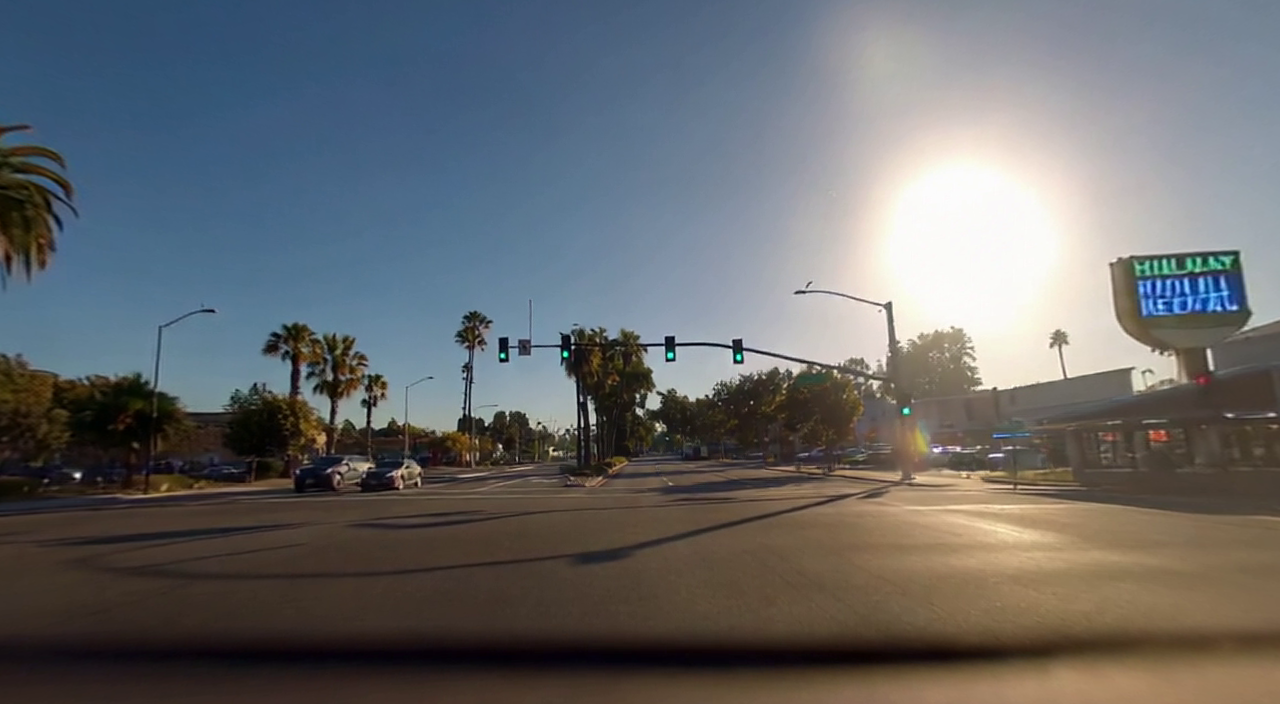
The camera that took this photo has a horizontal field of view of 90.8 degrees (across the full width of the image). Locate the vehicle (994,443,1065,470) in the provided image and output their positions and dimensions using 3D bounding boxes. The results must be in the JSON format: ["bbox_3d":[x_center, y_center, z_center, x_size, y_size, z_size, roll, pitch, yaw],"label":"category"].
[{"bbox_3d":[24.628,6.630,39.992,3.381,1.424,2.059,1,-12,-23],"label":"vehicle"}]

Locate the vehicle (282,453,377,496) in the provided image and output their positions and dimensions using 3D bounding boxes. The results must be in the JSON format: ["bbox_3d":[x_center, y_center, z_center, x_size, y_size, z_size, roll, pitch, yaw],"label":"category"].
[{"bbox_3d":[-14.448,5.681,29.754,1.976,1.758,4.986,0,-8,-1],"label":"vehicle"}]

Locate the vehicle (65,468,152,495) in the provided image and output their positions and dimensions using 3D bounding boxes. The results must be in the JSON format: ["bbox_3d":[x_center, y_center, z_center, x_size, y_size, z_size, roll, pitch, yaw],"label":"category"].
[{"bbox_3d":[-35.118,8.556,41.939,1.906,1.528,4.535,0,-8,-2],"label":"vehicle"}]

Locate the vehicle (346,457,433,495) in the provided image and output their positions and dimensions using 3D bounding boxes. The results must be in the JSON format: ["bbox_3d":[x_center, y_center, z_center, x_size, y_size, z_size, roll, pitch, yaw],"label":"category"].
[{"bbox_3d":[-11.156,5.528,28.537,2.019,1.434,4.622,0,-8,0],"label":"vehicle"}]

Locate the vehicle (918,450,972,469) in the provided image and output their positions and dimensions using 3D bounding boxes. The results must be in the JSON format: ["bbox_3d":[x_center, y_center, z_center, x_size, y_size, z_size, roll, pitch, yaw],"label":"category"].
[{"bbox_3d":[22.754,7.994,47.119,3.280,1.344,1.518,2,-9,-12],"label":"vehicle"}]
